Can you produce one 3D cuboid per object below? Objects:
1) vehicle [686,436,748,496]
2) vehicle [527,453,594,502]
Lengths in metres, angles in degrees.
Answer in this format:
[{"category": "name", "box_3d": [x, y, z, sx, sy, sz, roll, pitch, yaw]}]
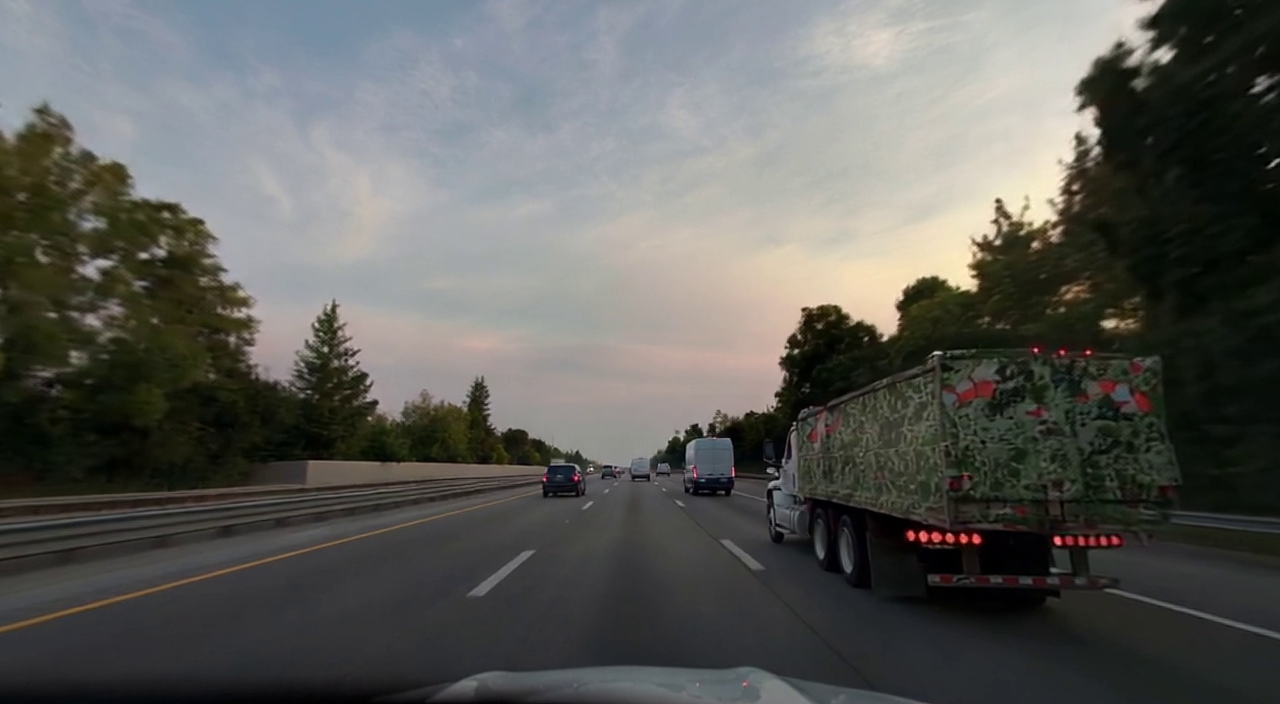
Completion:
[{"category": "vehicle", "box_3d": [4.085, 6.246, 34.517, 2.703, 2.988, 5.097, 1, -10, 0]}, {"category": "vehicle", "box_3d": [-3.293, 5.350, 27.041, 2.204, 1.852, 4.661, 1, -10, 1]}]
